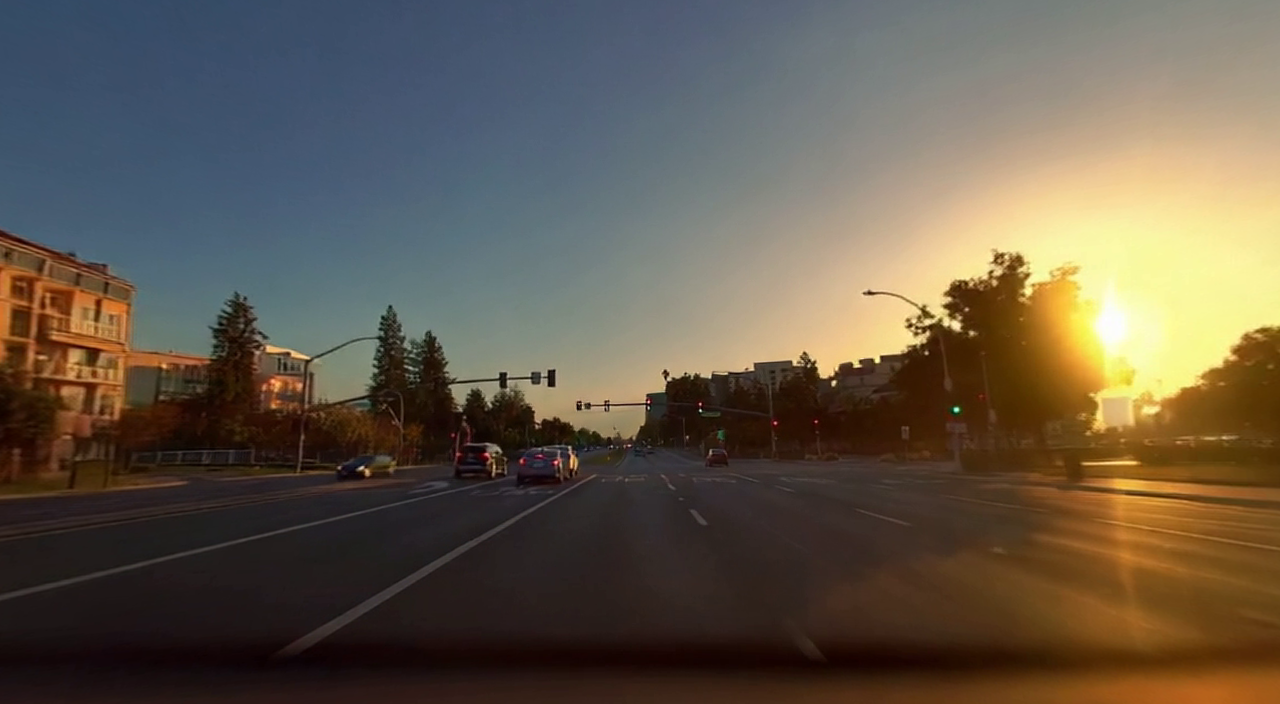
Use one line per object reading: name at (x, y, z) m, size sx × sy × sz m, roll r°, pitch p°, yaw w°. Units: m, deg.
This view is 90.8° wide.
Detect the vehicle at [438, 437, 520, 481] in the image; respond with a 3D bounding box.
vehicle at (-7.197, 4.850, 28.948) m, size 2.185 × 1.810 × 5.589 m, roll 0°, pitch -8°, yaw 1°

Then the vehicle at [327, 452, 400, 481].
vehicle at (-15.840, 6.558, 36.481) m, size 1.971 × 1.548 × 4.907 m, roll 0°, pitch -9°, yaw 1°

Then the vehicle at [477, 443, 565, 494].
vehicle at (-3.726, 3.732, 20.658) m, size 2.018 × 1.463 × 4.603 m, roll 0°, pitch -9°, yaw 0°

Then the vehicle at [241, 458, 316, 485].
vehicle at (-22.512, 7.408, 39.538) m, size 1.863 × 1.477 × 4.730 m, roll 0°, pitch -9°, yaw 1°
